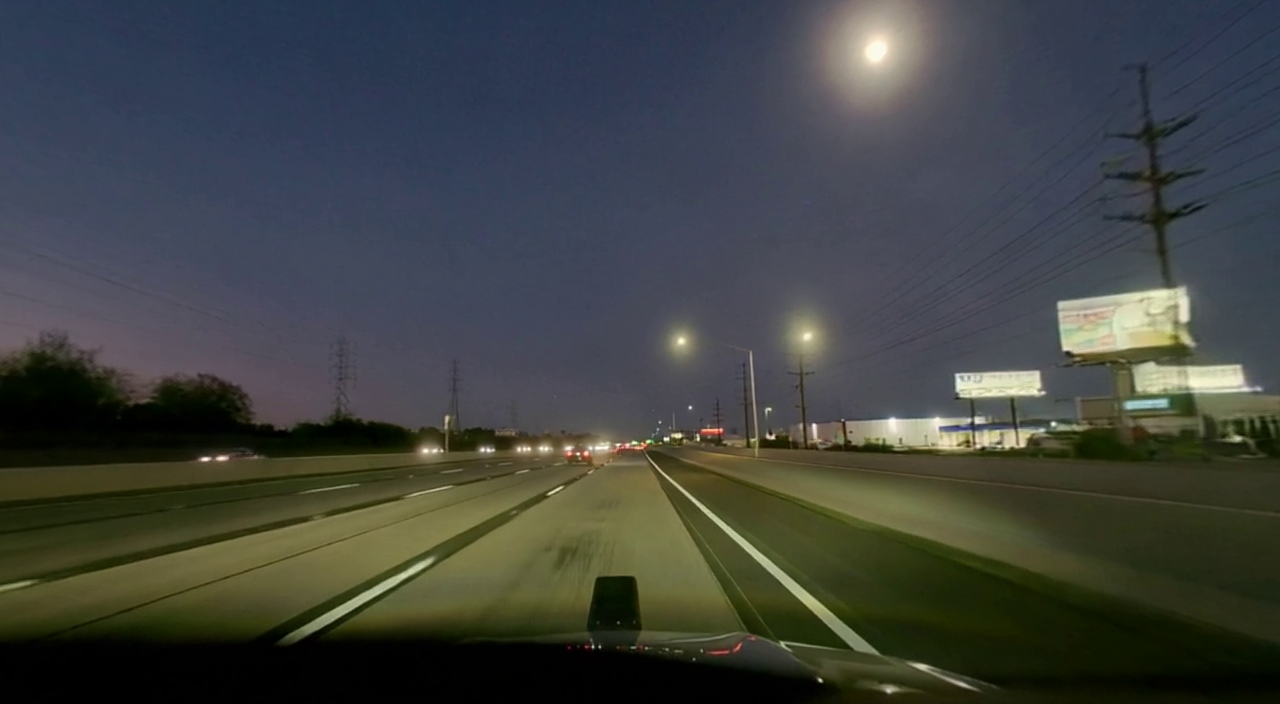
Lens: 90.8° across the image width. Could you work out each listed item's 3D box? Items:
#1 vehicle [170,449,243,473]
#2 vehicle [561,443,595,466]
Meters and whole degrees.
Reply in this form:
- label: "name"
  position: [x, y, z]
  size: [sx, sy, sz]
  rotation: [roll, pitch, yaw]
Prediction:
- label: "vehicle"
  position: [-29.173, 7.331, 42.728]
  size: [1.858, 1.472, 4.338]
  rotation: [0, -9, 0]
- label: "vehicle"
  position: [-4.256, 7.143, 44.127]
  size: [1.940, 1.479, 4.545]
  rotation: [0, -9, 0]
